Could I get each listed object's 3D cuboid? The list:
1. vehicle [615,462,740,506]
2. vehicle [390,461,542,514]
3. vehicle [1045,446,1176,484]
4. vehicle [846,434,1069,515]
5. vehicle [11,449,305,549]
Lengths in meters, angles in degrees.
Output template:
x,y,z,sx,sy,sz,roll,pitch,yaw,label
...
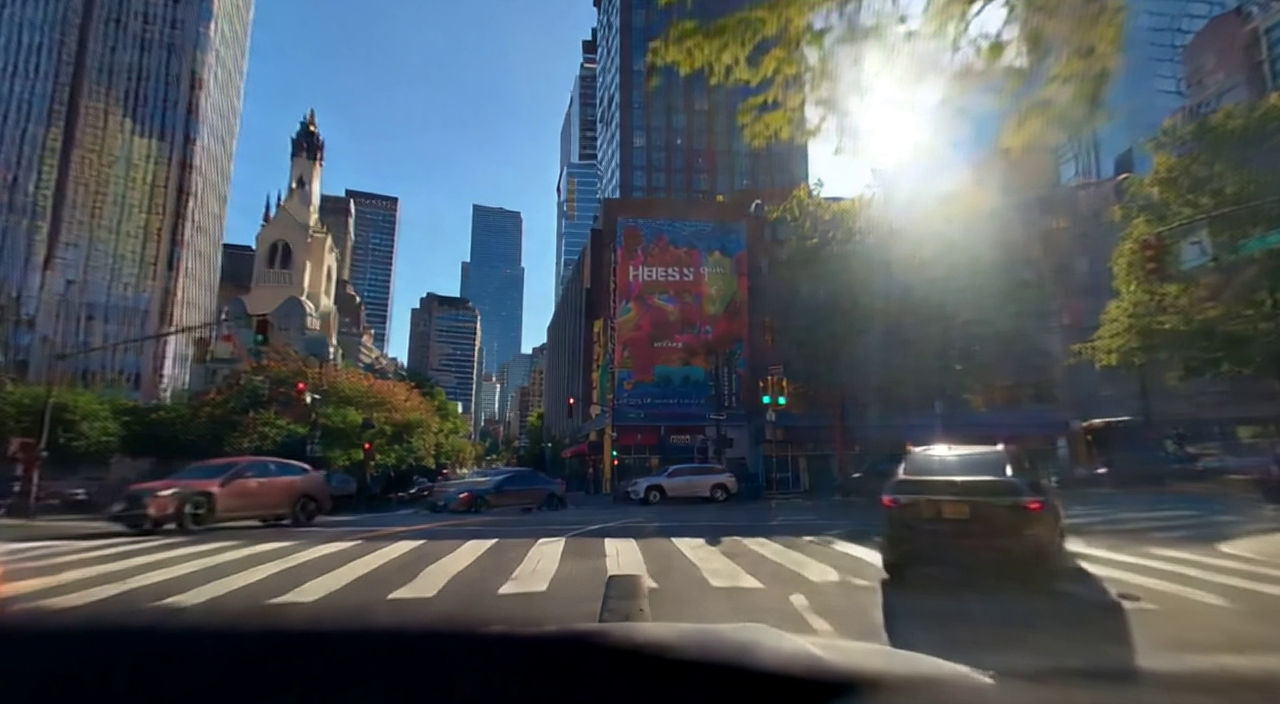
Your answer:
x,y,z,sx,sy,sz,roll,pitch,yaw,label
1.405,4.988,24.098,4.371,1.439,1.818,3,-9,-20,vehicle
-5.920,4.631,21.995,1.891,1.502,4.766,-8,-12,43,vehicle
20.928,5.013,28.190,4.291,1.606,1.859,0,-9,0,vehicle
8.054,3.000,16.022,5.072,1.746,2.328,4,-9,-25,vehicle
-9.736,2.914,13.378,2.014,1.694,4.606,-2,-9,12,vehicle
